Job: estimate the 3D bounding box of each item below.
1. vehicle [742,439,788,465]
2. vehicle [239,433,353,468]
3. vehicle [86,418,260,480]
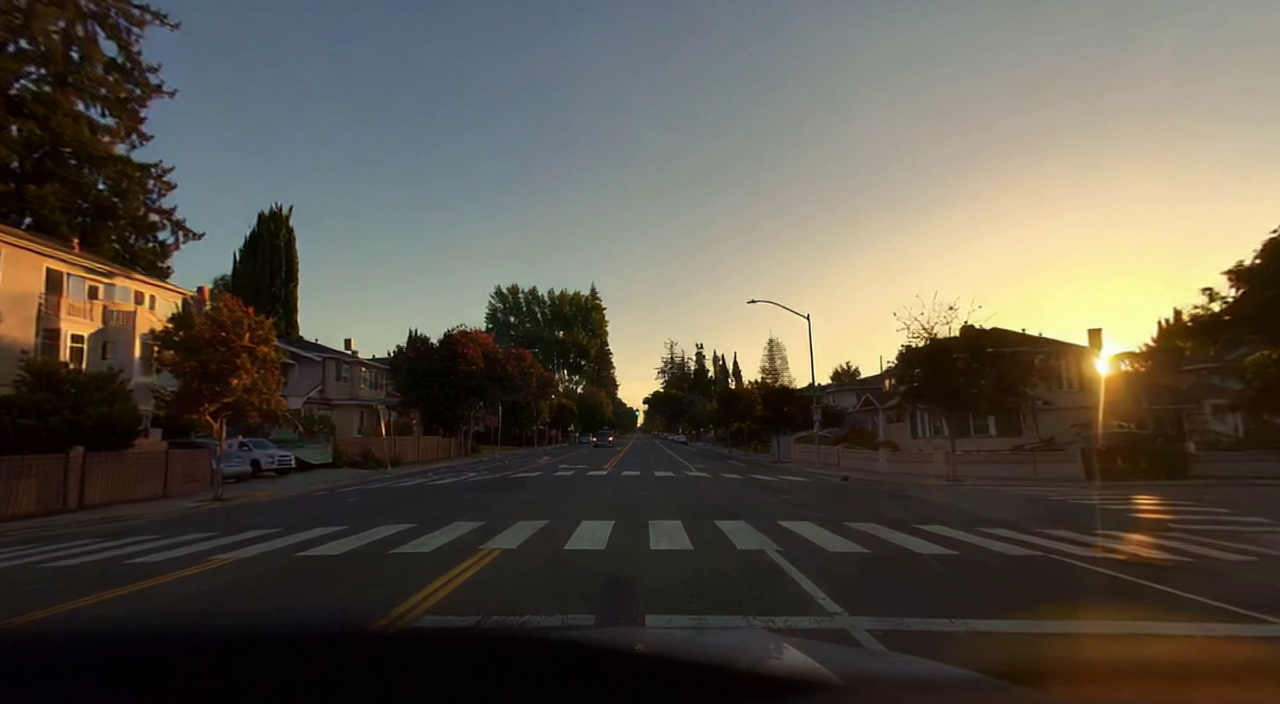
[{"bbox_3d":[8.002,6.477,40.864,2.029,1.554,4.705,0,-9,1],"label":"vehicle"},{"bbox_3d":[-17.952,5.154,33.141,4.743,1.734,1.994,0,-9,0],"label":"vehicle"},{"bbox_3d":[-17.920,3.759,24.482,4.800,2.259,2.303,0,-9,-1],"label":"vehicle"}]
